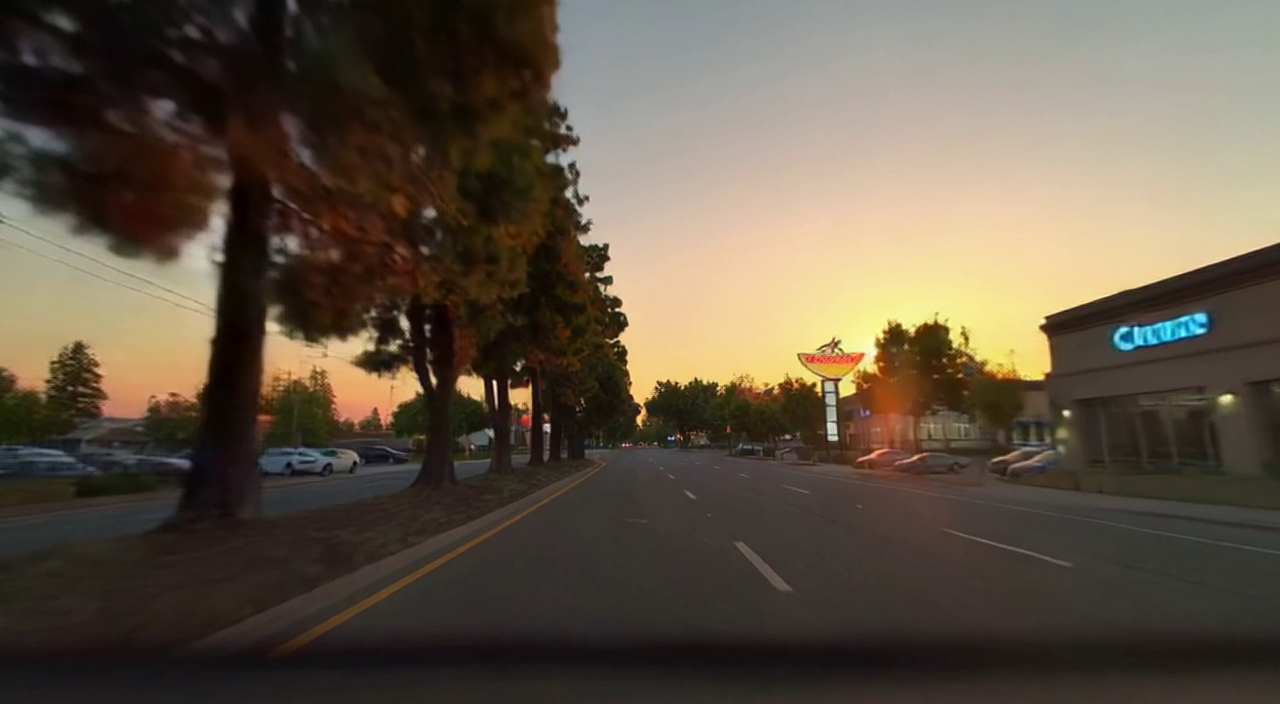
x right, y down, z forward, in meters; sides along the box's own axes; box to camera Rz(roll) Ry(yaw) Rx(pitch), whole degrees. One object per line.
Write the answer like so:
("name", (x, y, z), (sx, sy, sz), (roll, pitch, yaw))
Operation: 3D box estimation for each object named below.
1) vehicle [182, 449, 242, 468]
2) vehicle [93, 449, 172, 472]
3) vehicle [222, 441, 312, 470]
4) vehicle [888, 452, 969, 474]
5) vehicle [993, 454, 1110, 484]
("vehicle", (-33.237, 8.264, 49.212), (1.915, 1.442, 4.027), (0, -9, -2))
("vehicle", (-34.775, 7.402, 43.431), (1.830, 1.458, 4.625), (-1, -9, -4))
("vehicle", (-26.186, 7.302, 44.699), (2.356, 1.853, 6.402), (0, -9, 1))
("vehicle", (20.156, 7.781, 44.271), (4.764, 1.455, 1.832), (-1, -9, 3))
("vehicle", (20.807, 5.932, 32.095), (4.500, 1.456, 1.962), (-1, -9, 2))
